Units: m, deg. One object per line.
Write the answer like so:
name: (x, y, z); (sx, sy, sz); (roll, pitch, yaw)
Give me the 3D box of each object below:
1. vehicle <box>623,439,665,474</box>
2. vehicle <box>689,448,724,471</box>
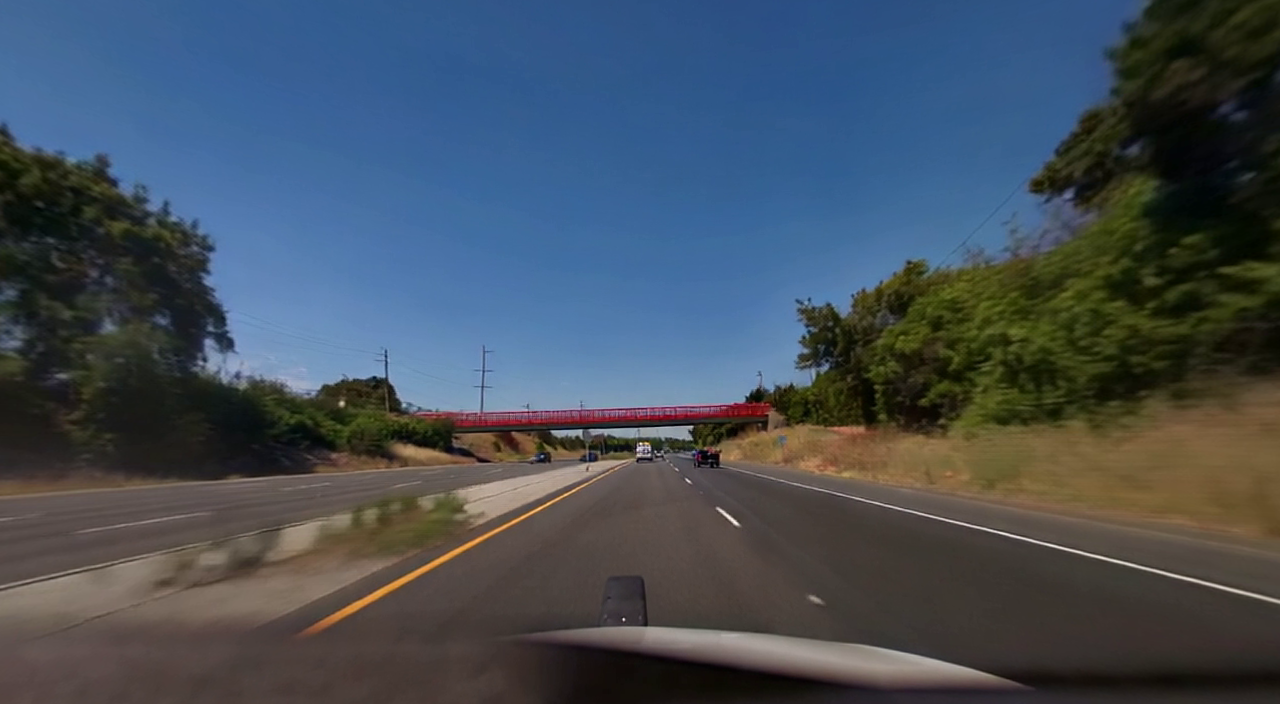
vehicle: (0.286, 6.285, 38.000); (2.369, 1.948, 5.343); (0, -9, 2)
vehicle: (4.682, 7.653, 44.966); (1.988, 1.505, 4.958); (0, -9, 0)
